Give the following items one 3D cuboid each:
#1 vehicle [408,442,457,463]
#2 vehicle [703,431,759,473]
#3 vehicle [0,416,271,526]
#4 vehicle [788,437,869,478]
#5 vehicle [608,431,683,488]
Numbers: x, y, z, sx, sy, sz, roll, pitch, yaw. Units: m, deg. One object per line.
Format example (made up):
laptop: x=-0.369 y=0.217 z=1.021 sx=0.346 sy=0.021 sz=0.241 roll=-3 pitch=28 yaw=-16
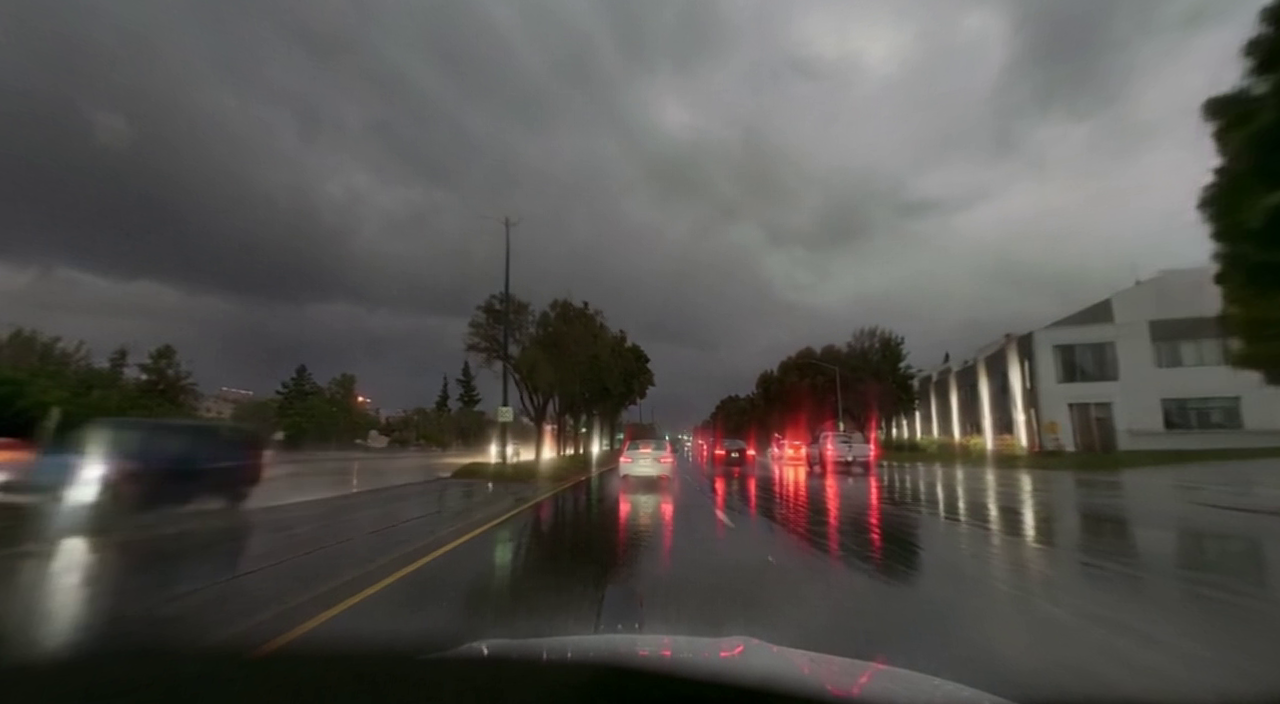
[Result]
vehicle: x=-15.747 y=7.663 z=48.039 sx=2.036 sy=1.524 sz=4.590 roll=0 pitch=-9 yaw=2
vehicle: x=4.104 y=4.611 z=29.128 sx=1.976 sy=1.796 sz=4.159 roll=0 pitch=-8 yaw=0
vehicle: x=-8.998 y=2.023 z=11.218 sx=2.074 sy=1.543 sz=4.536 roll=0 pitch=-8 yaw=0
vehicle: x=7.489 y=4.223 z=25.470 sx=1.928 sy=1.488 sz=4.361 roll=0 pitch=-8 yaw=0
vehicle: x=0.191 y=3.402 z=20.175 sx=2.145 sy=1.603 sz=4.369 roll=0 pitch=-8 yaw=1
